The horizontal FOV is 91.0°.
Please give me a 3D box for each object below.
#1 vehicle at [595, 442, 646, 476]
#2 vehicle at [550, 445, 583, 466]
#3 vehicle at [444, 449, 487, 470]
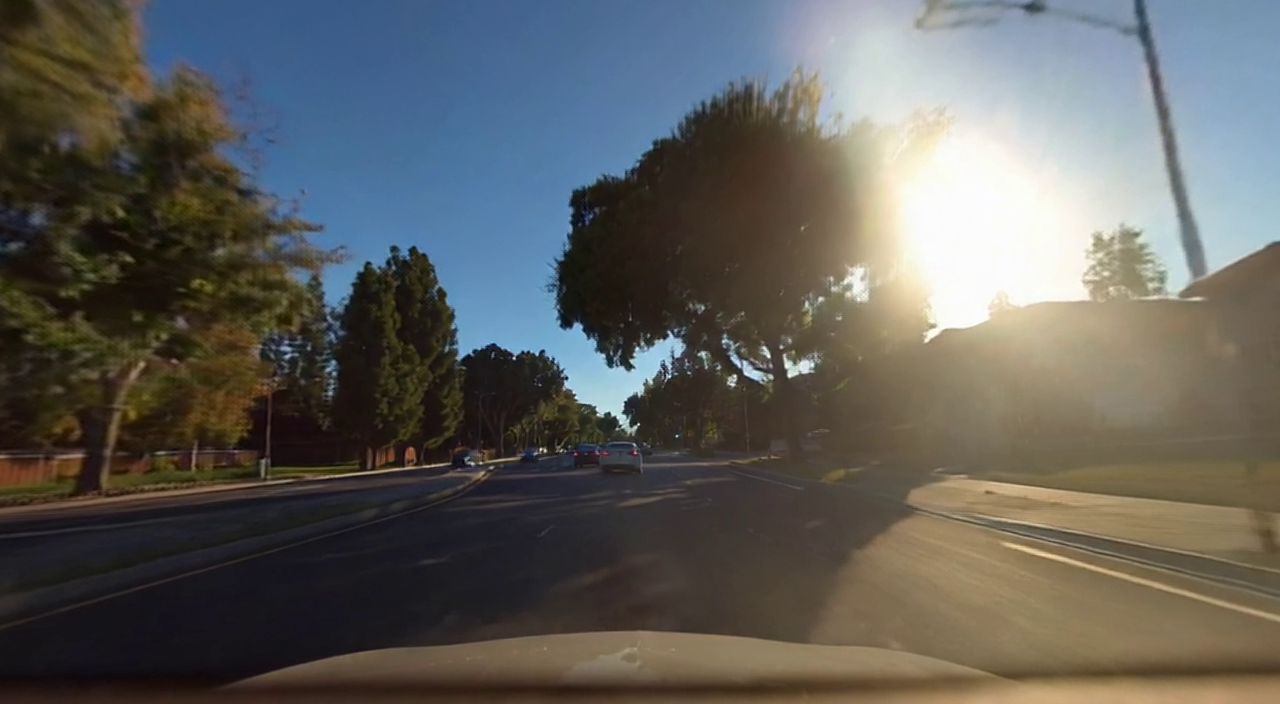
[{"bbox_3d":[-0.866,5.113,30.319,2.106,1.517,4.375,-1,-9,2],"label":"vehicle"},{"bbox_3d":[-5.426,7.708,47.096,2.014,1.472,4.357,0,-9,-1],"label":"vehicle"},{"bbox_3d":[-13.596,8.368,49.359,1.949,1.517,4.459,-1,-9,1],"label":"vehicle"}]
